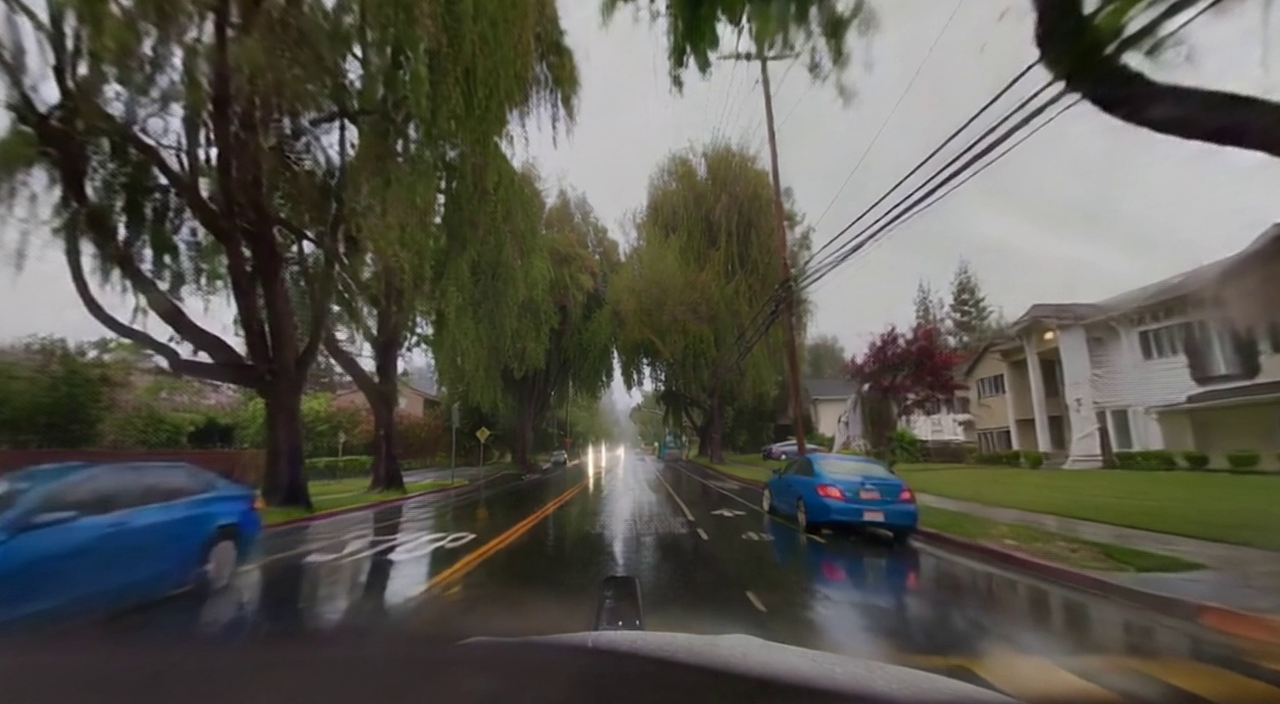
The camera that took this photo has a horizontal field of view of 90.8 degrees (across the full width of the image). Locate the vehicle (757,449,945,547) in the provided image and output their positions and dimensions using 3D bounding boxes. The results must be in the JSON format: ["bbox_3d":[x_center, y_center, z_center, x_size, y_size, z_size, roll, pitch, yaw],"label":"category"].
[{"bbox_3d":[3.714,2.624,12.116,1.961,1.472,4.434,0,-8,-1],"label":"vehicle"}]
